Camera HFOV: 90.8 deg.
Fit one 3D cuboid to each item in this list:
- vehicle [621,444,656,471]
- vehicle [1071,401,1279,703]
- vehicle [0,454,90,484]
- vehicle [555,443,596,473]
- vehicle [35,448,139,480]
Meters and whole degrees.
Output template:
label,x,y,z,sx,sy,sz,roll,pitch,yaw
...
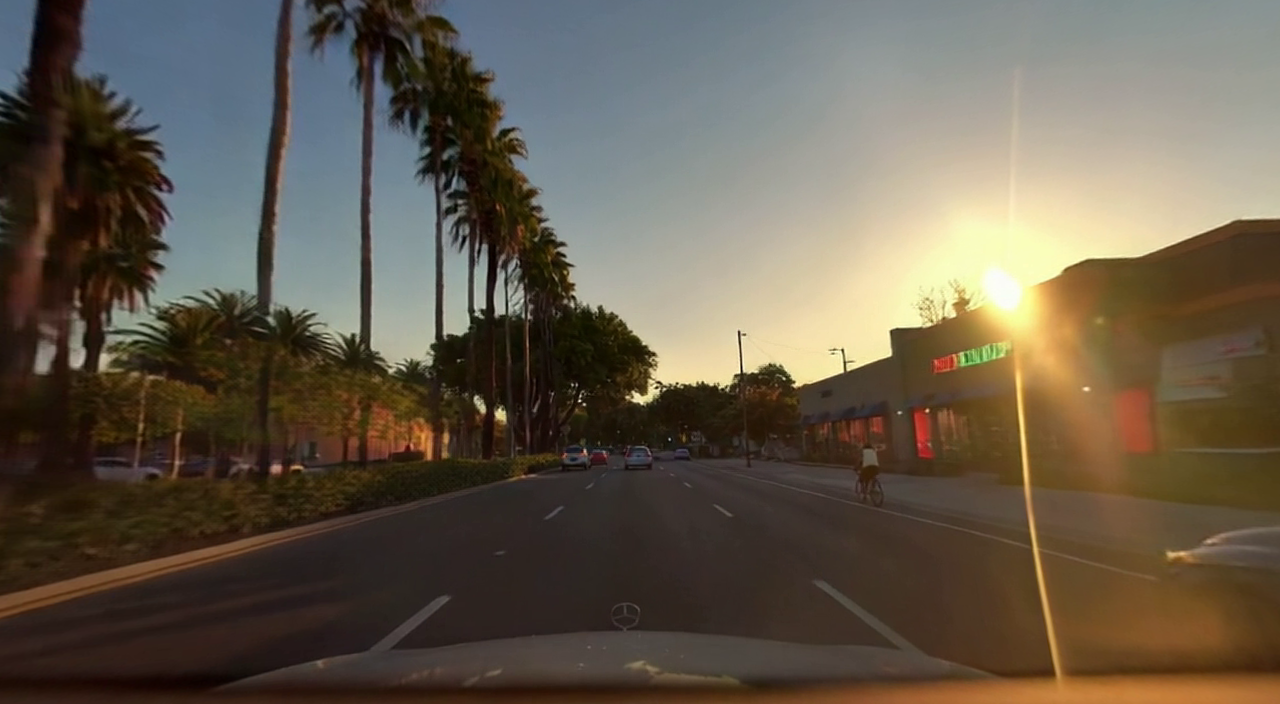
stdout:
label,x,y,z,sx,sy,sz,roll,pitch,yaw
vehicle,-0.132,6.668,40.074,2.102,1.653,3.698,0,-9,-1
vehicle,3.675,0.790,1.470,2.090,1.503,4.566,0,-9,0
vehicle,-35.295,6.837,36.941,4.274,1.625,2.070,0,-9,2
vehicle,-3.980,6.605,39.615,2.071,1.744,4.500,0,-9,0
vehicle,-34.955,7.064,40.035,4.377,1.951,2.245,0,-9,0
